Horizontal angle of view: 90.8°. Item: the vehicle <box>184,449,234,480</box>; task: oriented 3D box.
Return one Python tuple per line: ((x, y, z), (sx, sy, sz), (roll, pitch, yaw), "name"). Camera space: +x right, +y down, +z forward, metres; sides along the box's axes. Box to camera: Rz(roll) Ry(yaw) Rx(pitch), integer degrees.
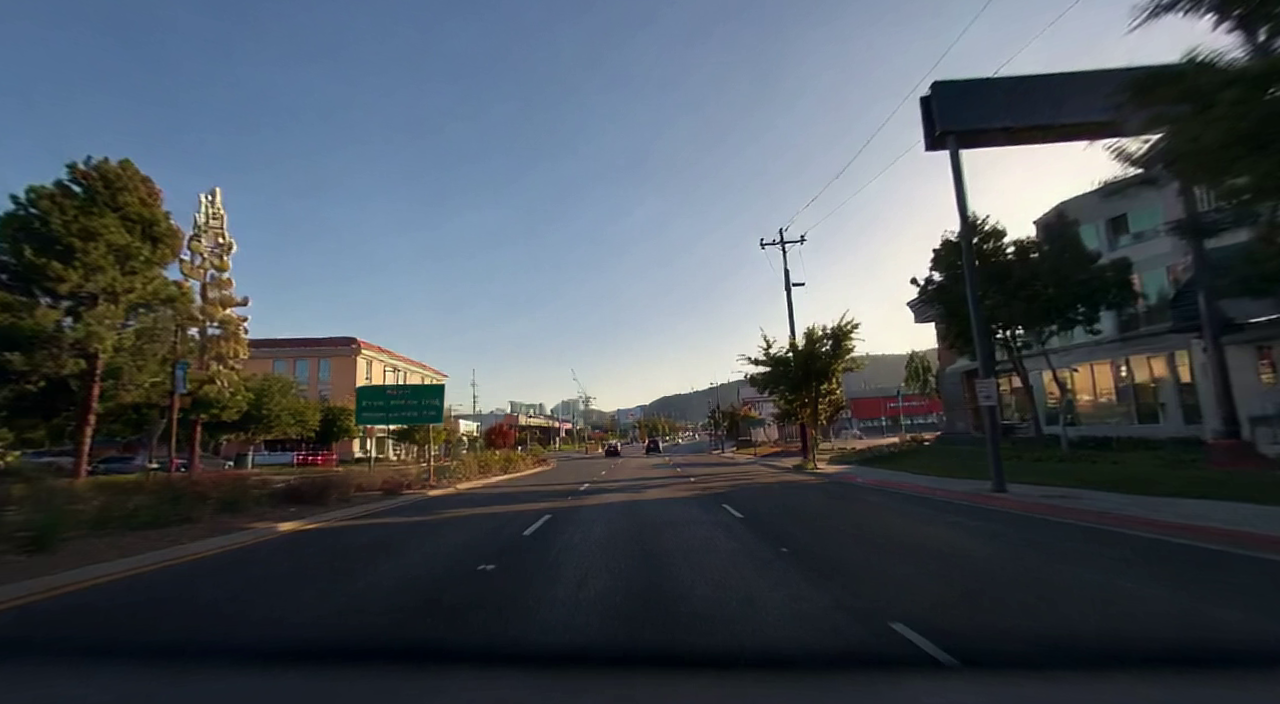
((-29.722, 7.711, 43.710), (1.950, 1.961, 4.927), (4, -10, -24), "vehicle")
